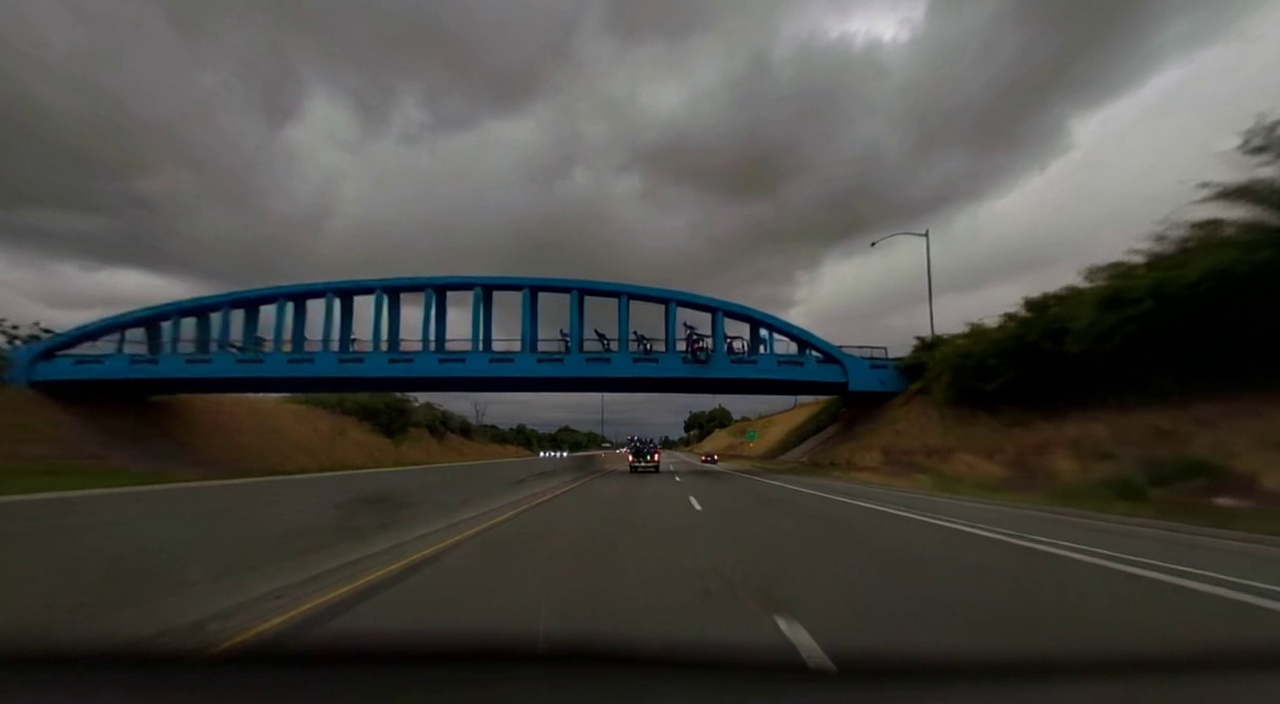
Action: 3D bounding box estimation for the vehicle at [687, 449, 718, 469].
[{"bbox_3d":[4.884,8.430,49.956,1.988,1.505,4.958,0,-9,0],"label":"vehicle"}]

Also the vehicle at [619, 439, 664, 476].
[{"bbox_3d":[0.170,5.982,35.984,2.369,1.948,5.343,0,-9,2],"label":"vehicle"}]
